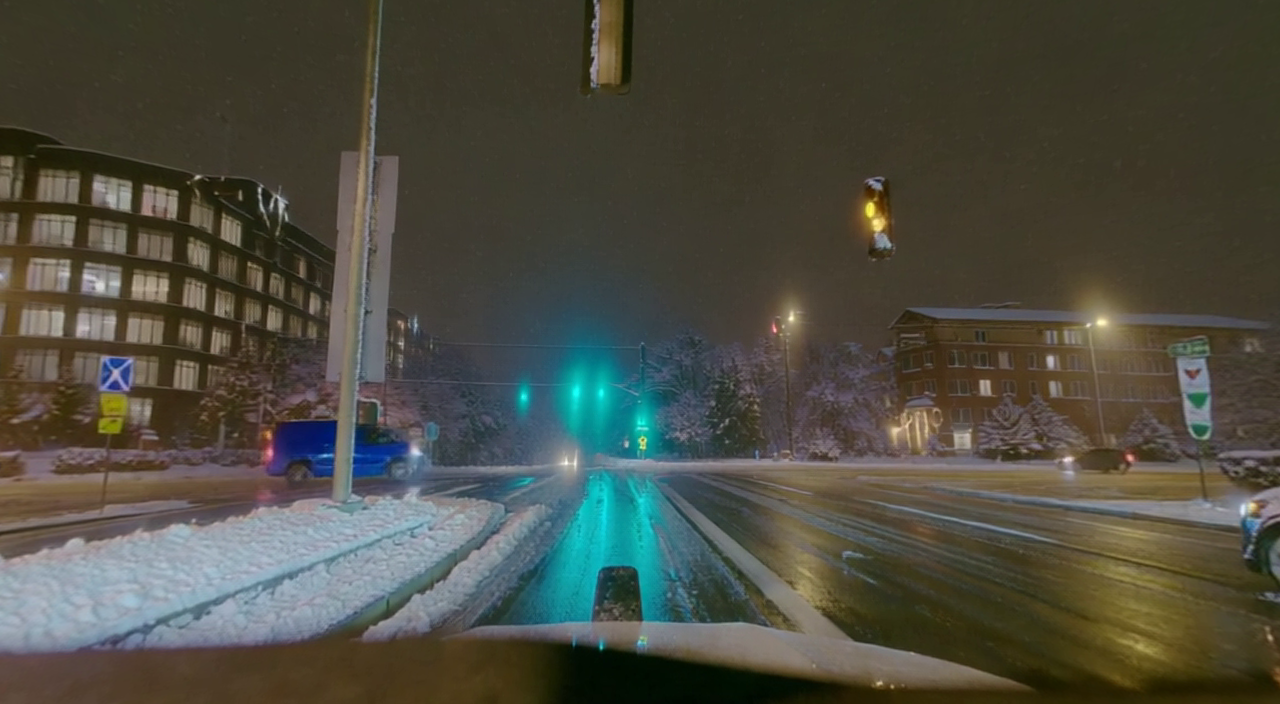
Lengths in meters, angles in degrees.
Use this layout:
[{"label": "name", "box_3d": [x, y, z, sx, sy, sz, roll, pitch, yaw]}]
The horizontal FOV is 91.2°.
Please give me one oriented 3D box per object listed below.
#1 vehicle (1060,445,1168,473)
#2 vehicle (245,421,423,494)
[{"label": "vehicle", "box_3d": [27.810, 6.270, 36.899, 4.736, 1.542, 1.966, 0, -9, -1]}, {"label": "vehicle", "box_3d": [-14.010, 4.874, 29.442, 7.088, 3.096, 2.678, 2, -9, -18]}]
